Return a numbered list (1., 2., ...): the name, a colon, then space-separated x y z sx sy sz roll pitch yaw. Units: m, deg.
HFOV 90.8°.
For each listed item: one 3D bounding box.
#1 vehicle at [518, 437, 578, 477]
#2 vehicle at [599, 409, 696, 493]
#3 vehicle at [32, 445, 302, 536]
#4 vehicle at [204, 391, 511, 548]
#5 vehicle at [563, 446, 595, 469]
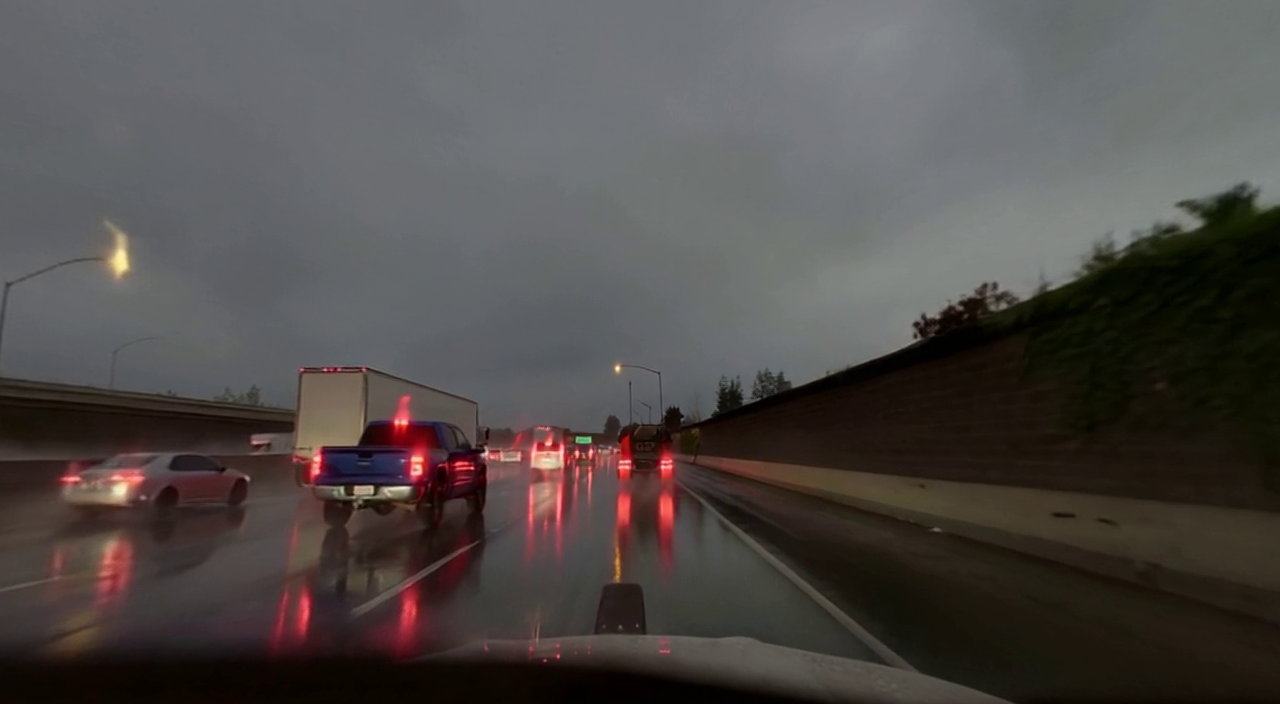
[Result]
1. vehicle: -4.655 5.399 32.773 2.329 1.859 4.823 0 -9 0
2. vehicle: 0.114 3.529 22.779 2.886 2.471 7.692 0 -9 -2
3. vehicle: -8.631 2.515 12.121 1.893 1.409 4.154 -1 -9 1
4. vehicle: -4.165 1.915 10.908 2.575 1.958 5.730 0 -9 1
5. vehicle: -4.229 7.353 44.097 1.948 1.494 4.157 0 -9 -2
